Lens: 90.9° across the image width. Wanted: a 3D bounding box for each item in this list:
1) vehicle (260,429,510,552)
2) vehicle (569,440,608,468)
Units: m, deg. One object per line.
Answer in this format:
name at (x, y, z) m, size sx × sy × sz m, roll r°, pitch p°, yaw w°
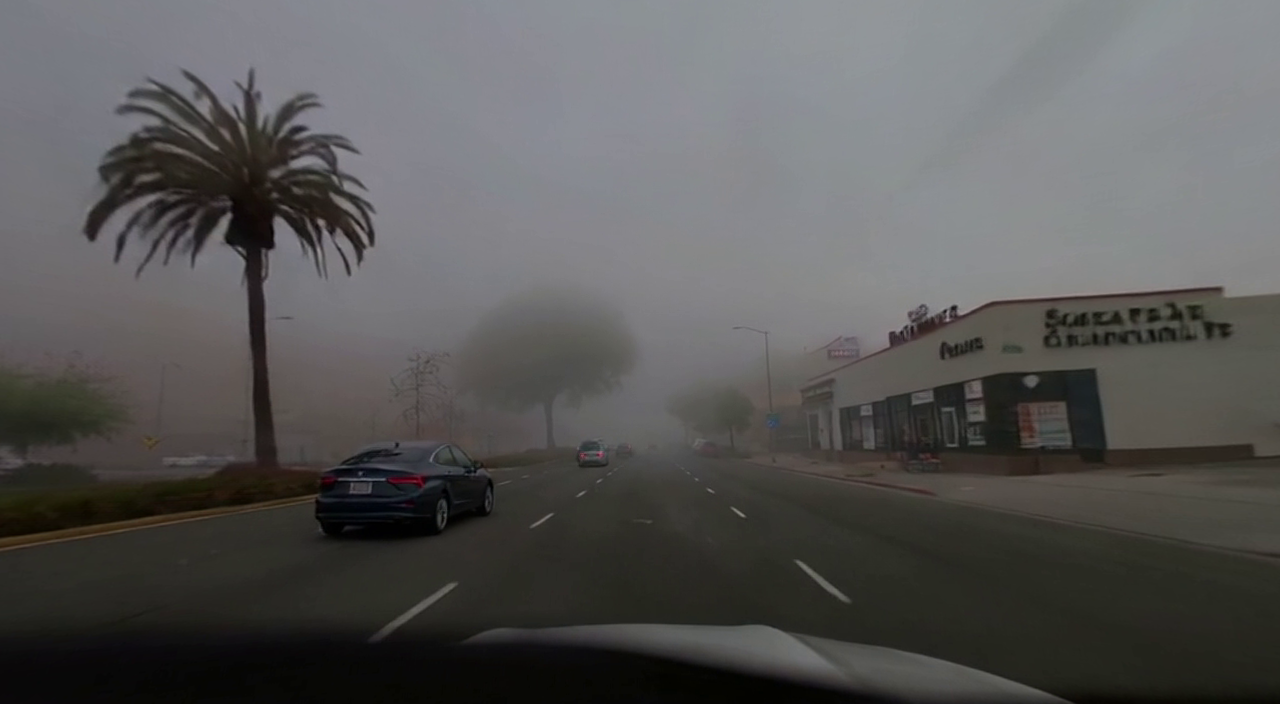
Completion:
vehicle at (-3.626, 2.052, 10.074) m, size 2.032 × 1.511 × 4.424 m, roll 0°, pitch -9°, yaw 2°
vehicle at (-3.226, 6.484, 40.231) m, size 2.024 × 1.636 × 4.121 m, roll 0°, pitch -9°, yaw 1°
